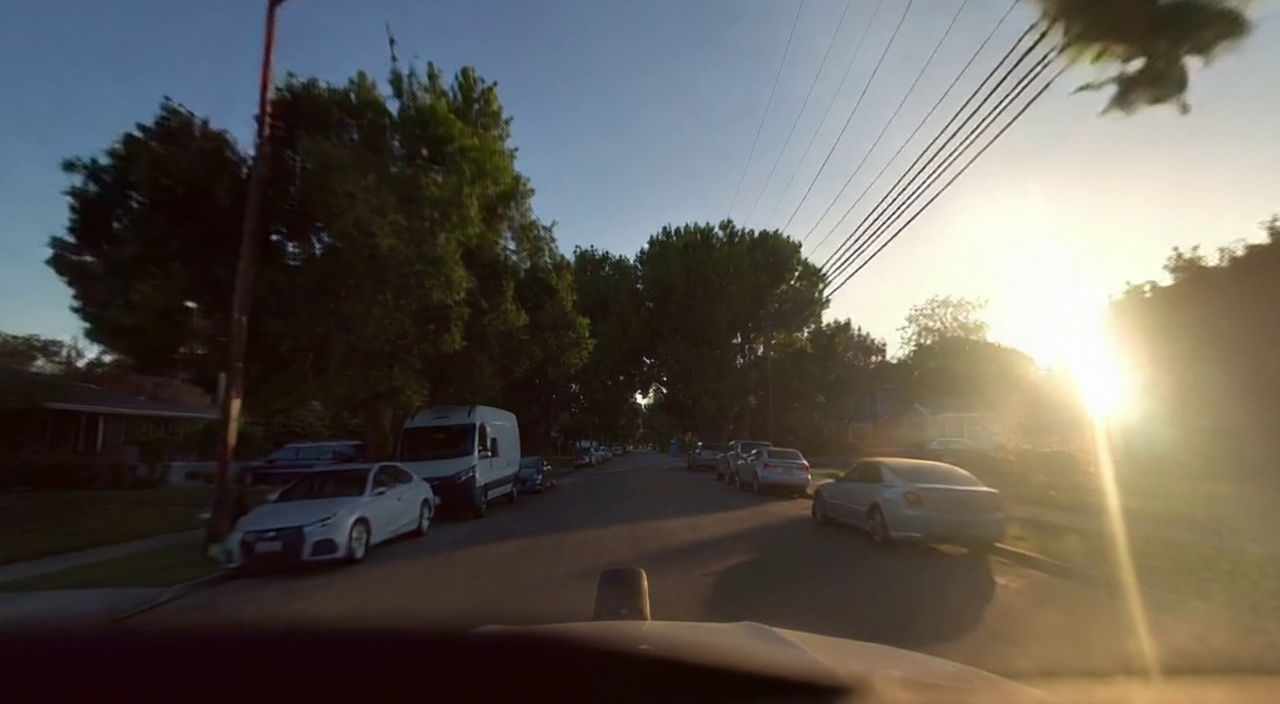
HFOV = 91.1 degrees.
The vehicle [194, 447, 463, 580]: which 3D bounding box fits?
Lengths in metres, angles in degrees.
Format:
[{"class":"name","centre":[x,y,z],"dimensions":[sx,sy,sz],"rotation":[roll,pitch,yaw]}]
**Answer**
[{"class":"vehicle","centre":[-4.779,2.489,10.701],"dimensions":[2.023,1.568,4.942],"rotation":[-3,-8,1]}]

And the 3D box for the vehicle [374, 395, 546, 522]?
[{"class":"vehicle","centre":[-4.421,2.753,16.713],"dimensions":[2.470,2.613,5.989],"rotation":[-4,-9,4]}]

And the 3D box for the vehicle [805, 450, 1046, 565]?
[{"class":"vehicle","centre":[4.164,2.300,10.084],"dimensions":[1.846,1.351,4.272],"rotation":[2,-9,-1]}]

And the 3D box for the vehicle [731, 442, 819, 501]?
[{"class":"vehicle","centre":[4.111,3.682,19.831],"dimensions":[1.839,1.520,4.498],"rotation":[3,-9,1]}]

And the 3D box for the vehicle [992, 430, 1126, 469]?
[{"class":"vehicle","centre":[21.981,5.111,33.159],"dimensions":[5.271,1.913,2.466],"rotation":[0,-8,1]}]

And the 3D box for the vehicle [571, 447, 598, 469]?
[{"class":"vehicle","centre":[-4.282,8.261,49.046],"dimensions":[1.870,1.562,4.212],"rotation":[0,-8,-1]}]
